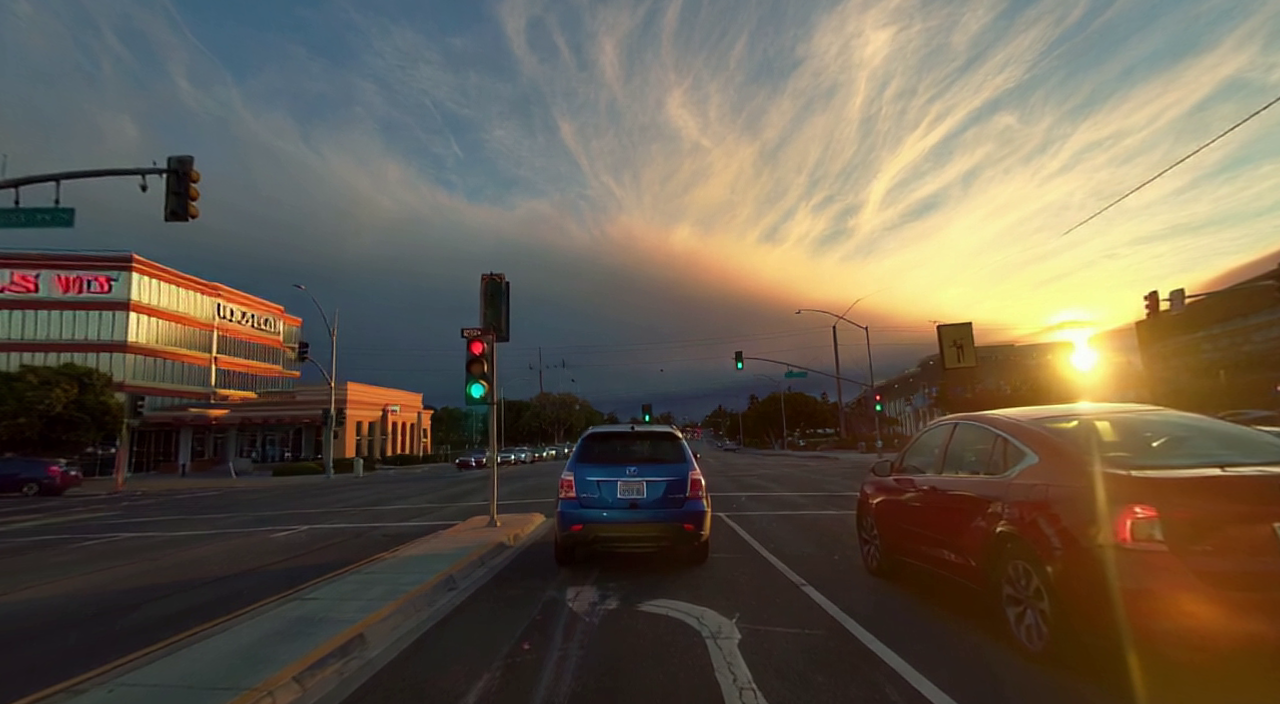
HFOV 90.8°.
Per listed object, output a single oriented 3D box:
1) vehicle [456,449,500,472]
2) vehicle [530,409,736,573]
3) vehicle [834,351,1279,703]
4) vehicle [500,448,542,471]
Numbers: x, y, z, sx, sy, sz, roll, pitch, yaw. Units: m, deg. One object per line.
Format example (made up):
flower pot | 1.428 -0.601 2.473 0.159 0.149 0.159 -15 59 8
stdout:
vehicle | -11.816 7.914 46.427 2.005 1.596 4.342 -1 -9 1
vehicle | -0.120 1.844 9.179 2.238 1.762 4.445 0 -9 -1
vehicle | 3.209 1.150 4.770 2.040 1.674 4.455 0 -9 0
vehicle | -8.543 7.742 45.738 2.163 1.529 4.210 0 -9 1
